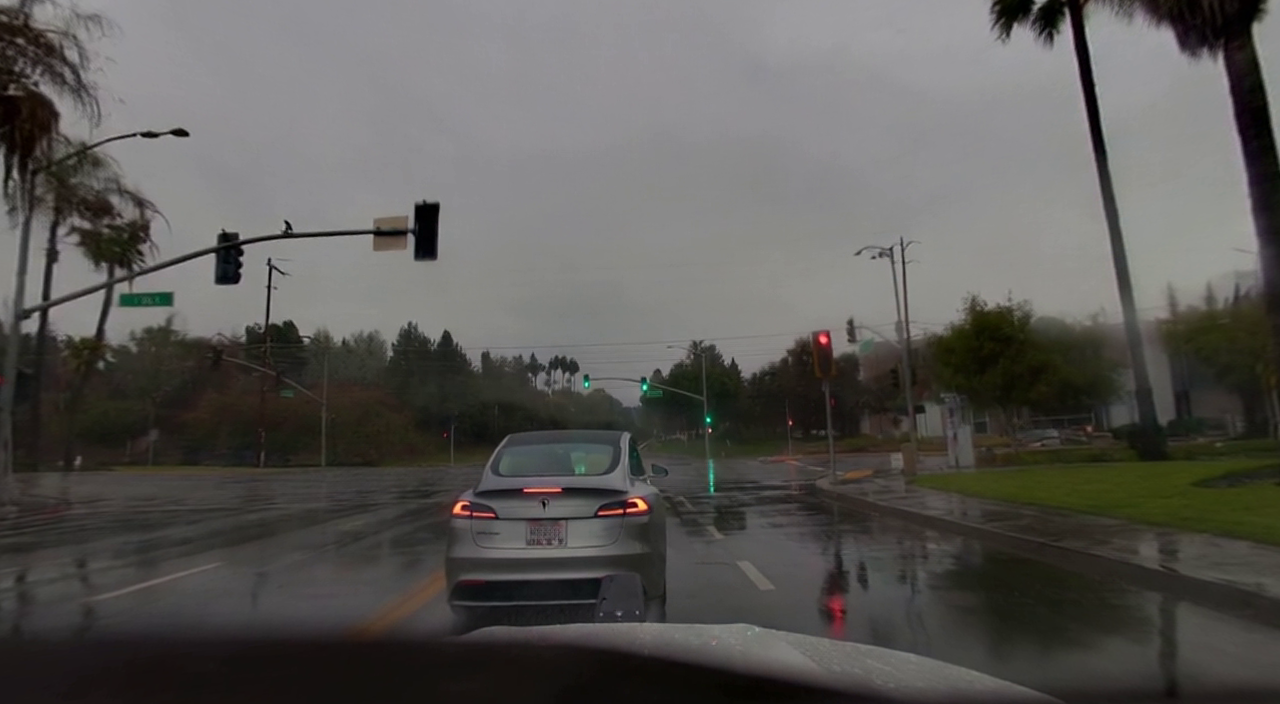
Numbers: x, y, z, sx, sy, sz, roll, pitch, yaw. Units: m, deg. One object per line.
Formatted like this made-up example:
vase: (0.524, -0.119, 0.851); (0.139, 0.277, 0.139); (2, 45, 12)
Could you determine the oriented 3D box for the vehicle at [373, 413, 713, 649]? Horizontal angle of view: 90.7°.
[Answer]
vehicle: (-0.640, 1.453, 6.206); (2.152, 1.478, 4.229); (0, -8, -1)
